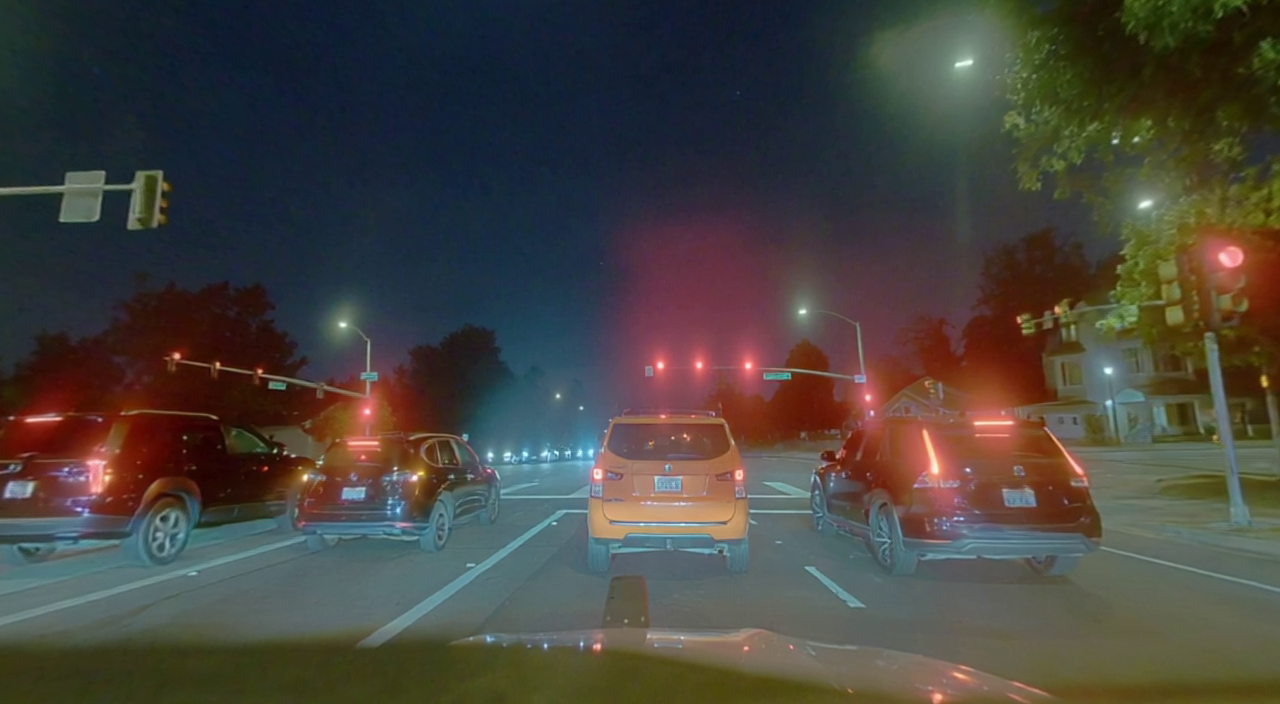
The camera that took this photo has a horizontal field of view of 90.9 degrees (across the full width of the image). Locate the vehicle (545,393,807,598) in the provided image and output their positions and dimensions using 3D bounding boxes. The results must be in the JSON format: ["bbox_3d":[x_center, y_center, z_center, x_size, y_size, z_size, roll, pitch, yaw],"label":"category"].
[{"bbox_3d":[0.378,1.520,7.488,2.198,1.708,4.170,0,-8,2],"label":"vehicle"}]

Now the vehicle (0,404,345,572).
[{"bbox_3d":[-6.647,1.826,9.298,2.075,1.796,4.785,0,-8,2],"label":"vehicle"}]

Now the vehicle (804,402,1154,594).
[{"bbox_3d":[3.513,1.592,7.739,2.047,1.638,4.395,-1,-8,4],"label":"vehicle"}]

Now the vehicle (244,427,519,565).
[{"bbox_3d":[-3.250,1.885,9.091,1.885,1.475,4.359,-1,-8,4],"label":"vehicle"}]
